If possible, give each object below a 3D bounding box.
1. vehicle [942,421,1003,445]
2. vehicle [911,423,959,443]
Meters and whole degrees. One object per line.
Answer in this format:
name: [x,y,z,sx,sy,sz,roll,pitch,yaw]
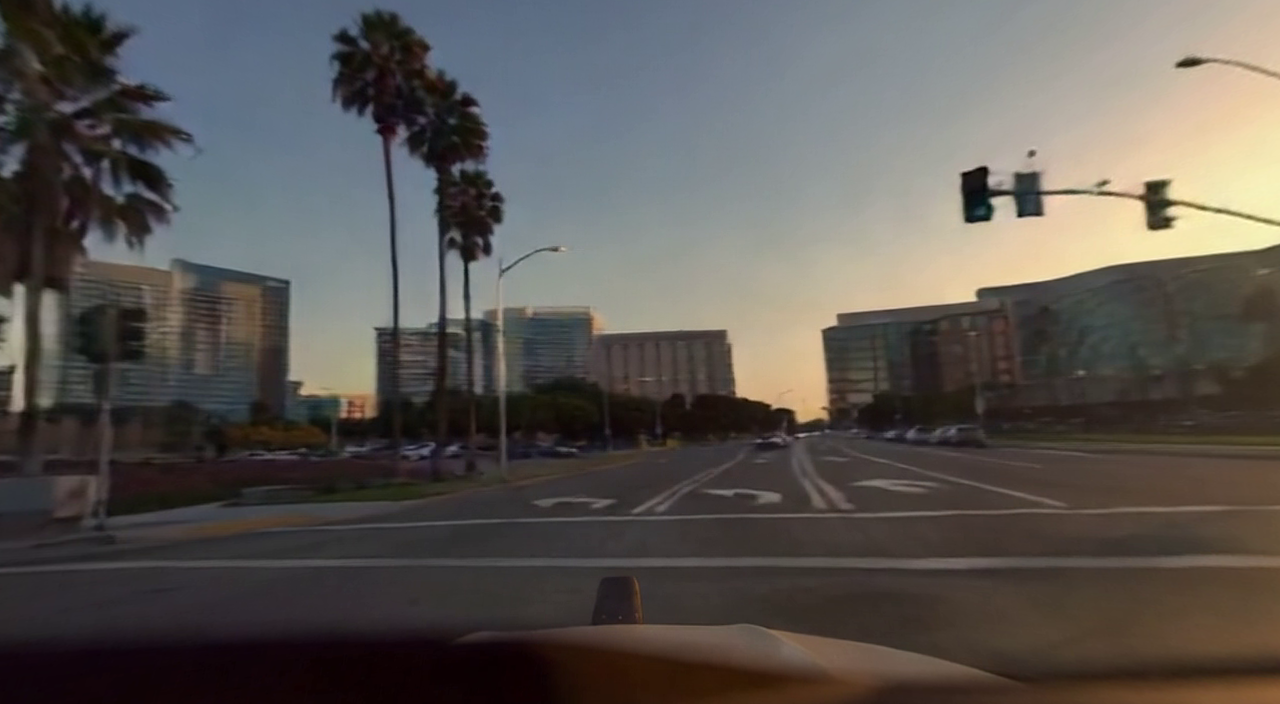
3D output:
vehicle: [21.880,5.370,41.790,1.870,1.456,4.605,-1,-8,5]
vehicle: [22.819,6.311,49.050,1.846,1.452,4.549,-1,-8,5]
